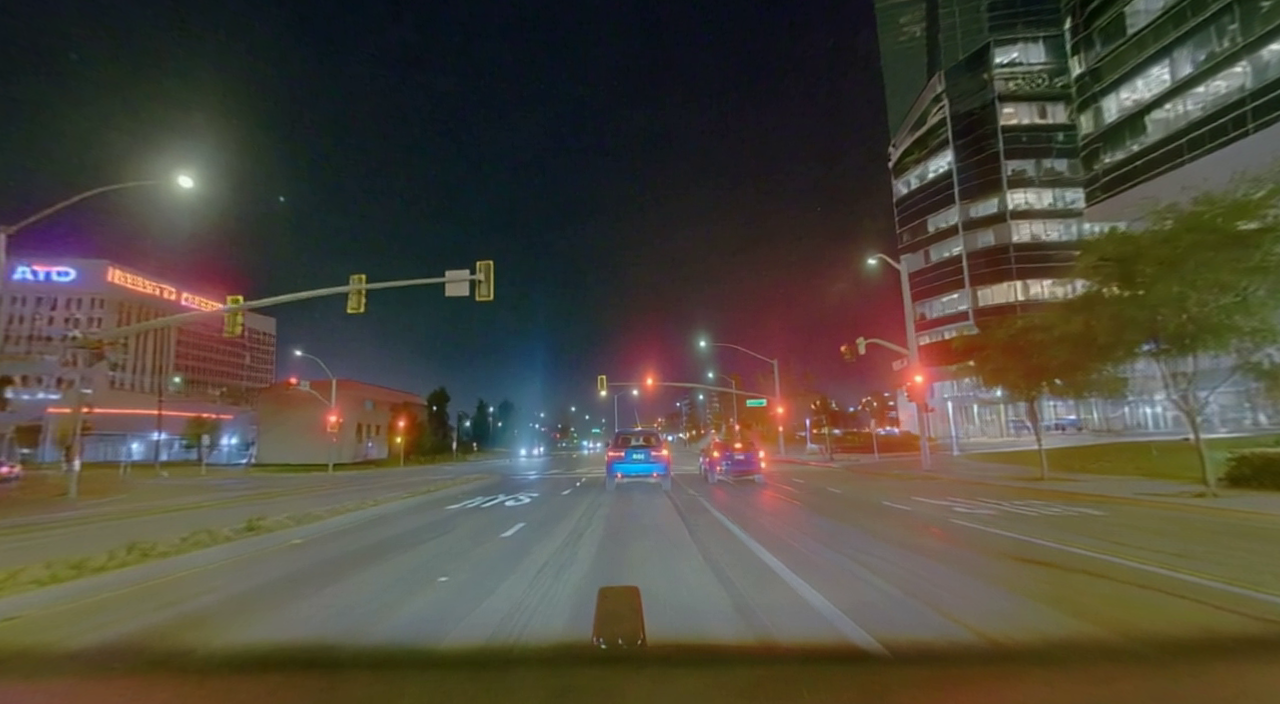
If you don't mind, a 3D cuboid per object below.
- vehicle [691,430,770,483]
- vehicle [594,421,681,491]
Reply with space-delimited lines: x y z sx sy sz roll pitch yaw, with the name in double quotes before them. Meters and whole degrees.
"vehicle" 3.184 3.794 23.257 2.107 1.736 4.228 0 -8 -2
"vehicle" -0.149 3.251 20.074 2.413 1.939 4.716 0 -8 -2
